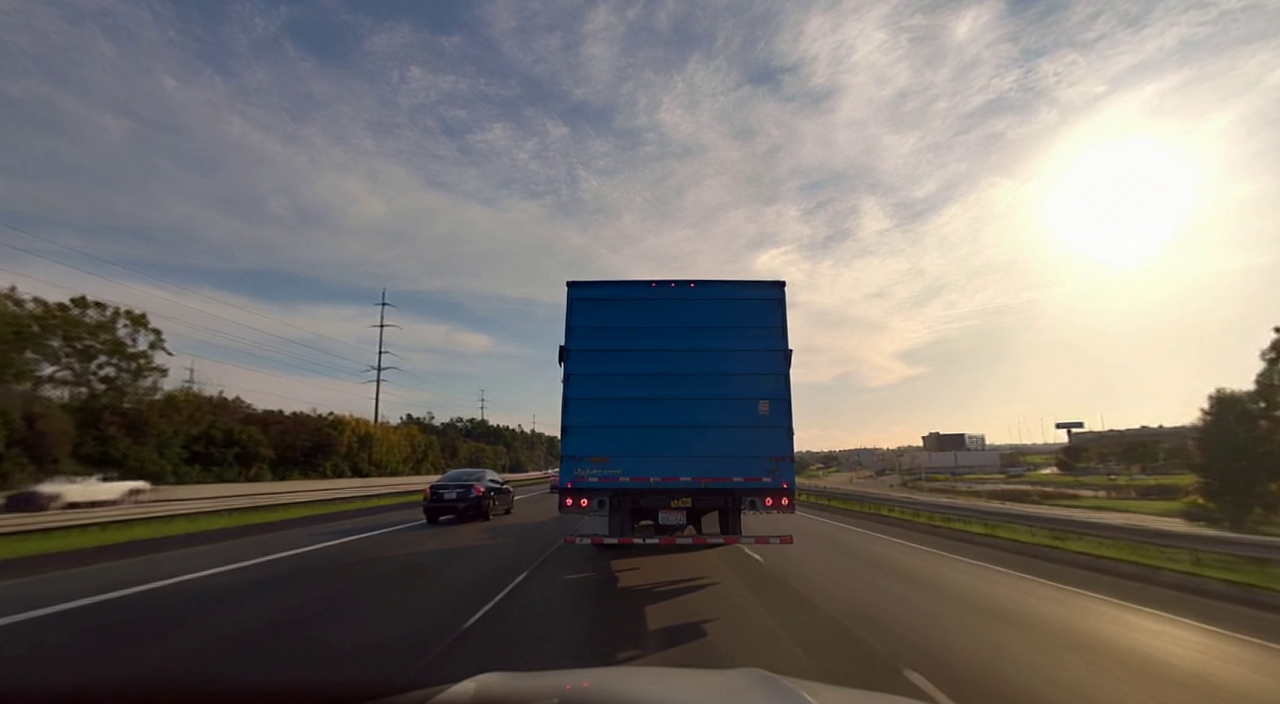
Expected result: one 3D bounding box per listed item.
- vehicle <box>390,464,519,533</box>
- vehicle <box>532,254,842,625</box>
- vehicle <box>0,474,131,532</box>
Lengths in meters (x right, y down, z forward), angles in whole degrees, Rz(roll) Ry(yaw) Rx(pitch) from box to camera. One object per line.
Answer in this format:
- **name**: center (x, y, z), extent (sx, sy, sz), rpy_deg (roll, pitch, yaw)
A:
- **vehicle**: center (-4.495, 3.625, 16.029), extent (1.891, 1.469, 4.431), rpy_deg (1, -11, 0)
- **vehicle**: center (0.594, 1.535, 10.361), extent (2.831, 3.529, 8.689), rpy_deg (0, -11, 2)
- **vehicle**: center (-18.865, 4.714, 20.046), extent (1.868, 1.579, 4.060), rpy_deg (1, -11, 0)
